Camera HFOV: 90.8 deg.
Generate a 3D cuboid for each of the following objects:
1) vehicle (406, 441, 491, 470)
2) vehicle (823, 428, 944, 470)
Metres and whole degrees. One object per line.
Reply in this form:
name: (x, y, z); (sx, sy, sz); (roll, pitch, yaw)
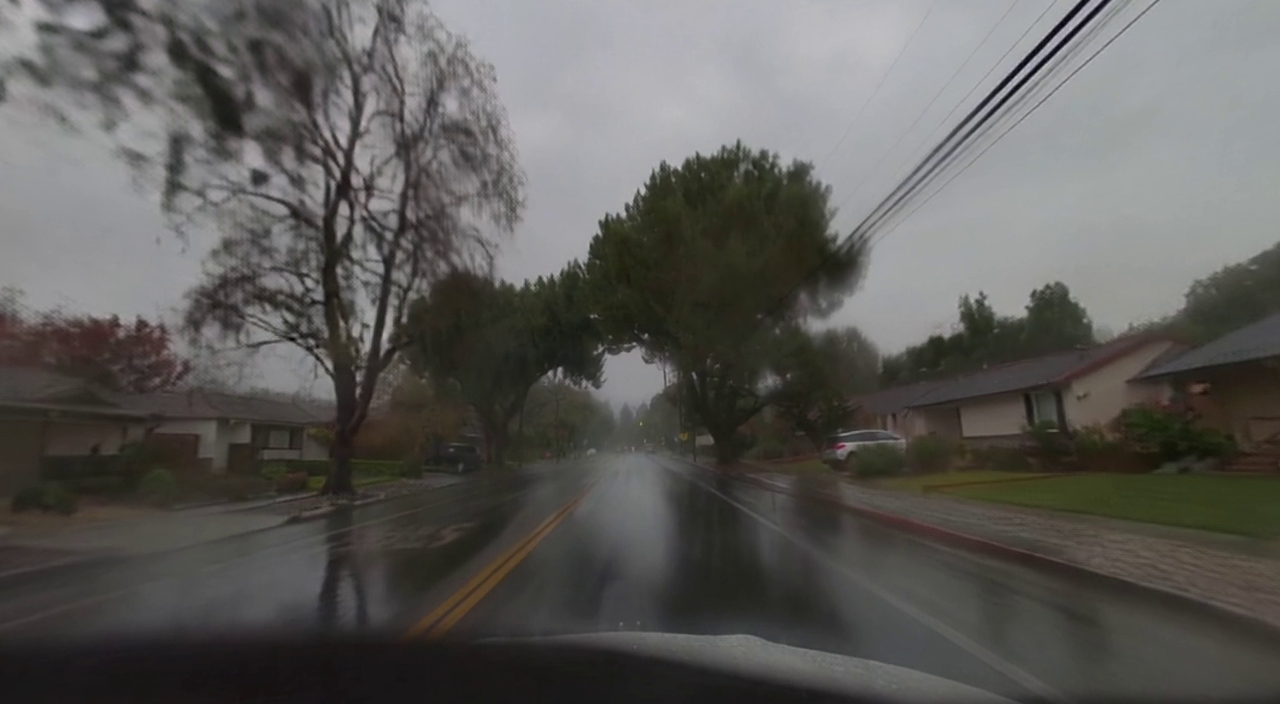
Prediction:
vehicle: (-12.665, 6.880, 41.967); (4.928, 1.848, 2.041); (0, -9, 0)
vehicle: (10.513, 4.224, 27.569); (4.449, 1.765, 1.917); (-1, -9, 3)
